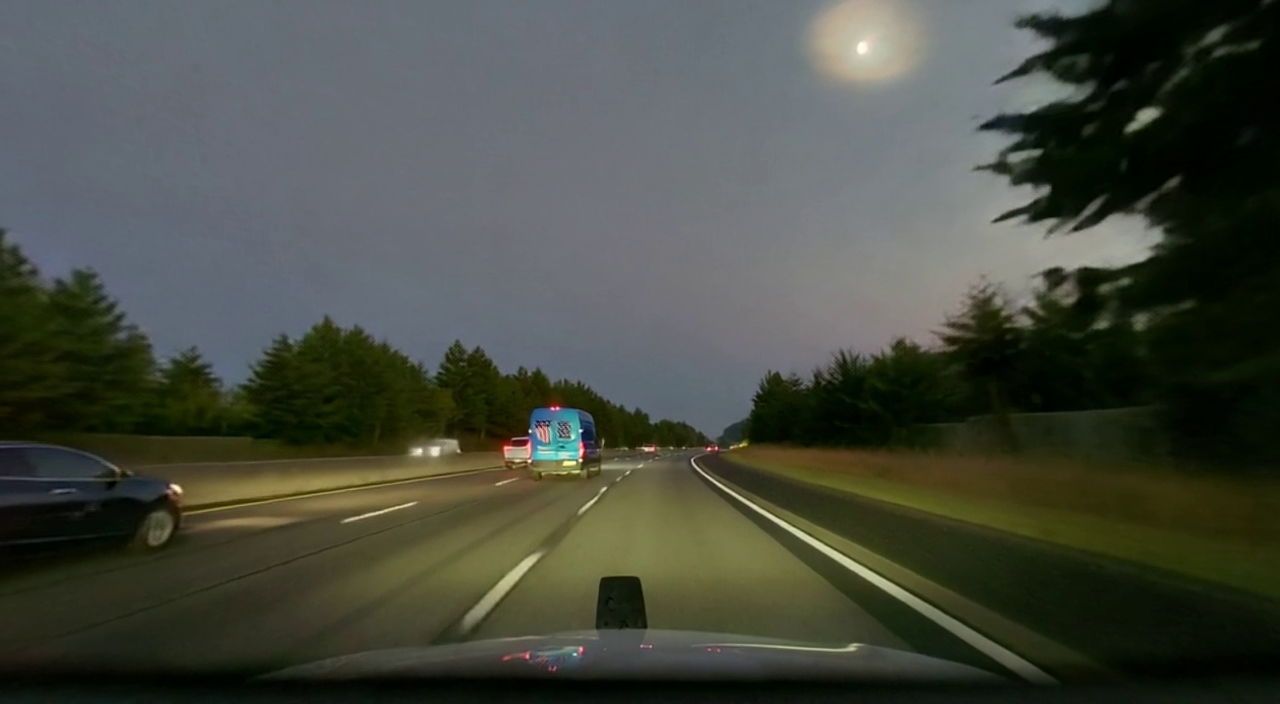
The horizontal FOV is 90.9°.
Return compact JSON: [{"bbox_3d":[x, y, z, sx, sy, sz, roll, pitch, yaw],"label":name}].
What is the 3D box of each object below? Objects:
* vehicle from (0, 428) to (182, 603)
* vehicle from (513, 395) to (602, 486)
[{"bbox_3d":[-6.280,1.320,4.981,1.947,1.438,4.440,0,-8,1],"label":"vehicle"},{"bbox_3d":[-2.829,3.261,23.138,2.319,2.883,5.632,0,-8,2],"label":"vehicle"}]
